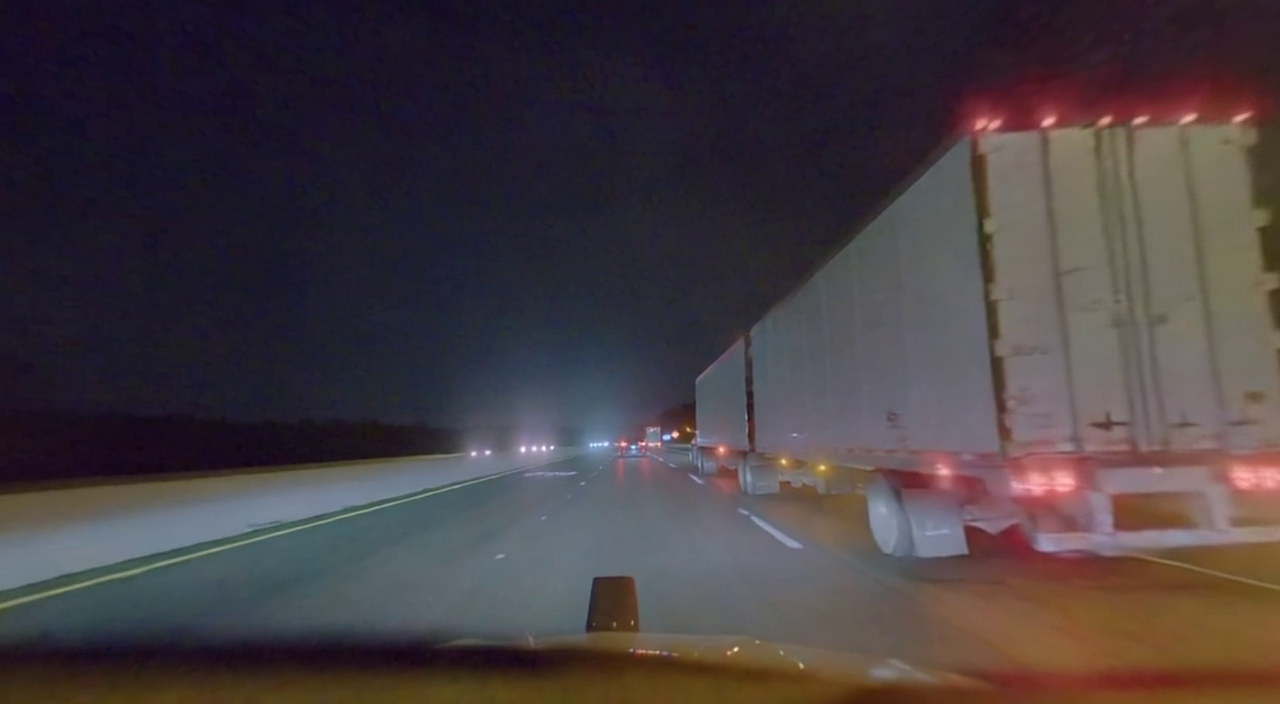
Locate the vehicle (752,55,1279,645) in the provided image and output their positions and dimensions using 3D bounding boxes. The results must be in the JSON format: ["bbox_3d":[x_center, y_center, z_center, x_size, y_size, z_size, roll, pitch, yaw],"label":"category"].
[{"bbox_3d":[3.872,0.454,8.498,2.967,3.961,8.660,-1,-8,-1],"label":"vehicle"}]

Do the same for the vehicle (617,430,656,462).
[{"bbox_3d":[-0.271,6.333,42.698,2.456,2.007,4.728,-1,-8,-1],"label":"vehicle"}]
